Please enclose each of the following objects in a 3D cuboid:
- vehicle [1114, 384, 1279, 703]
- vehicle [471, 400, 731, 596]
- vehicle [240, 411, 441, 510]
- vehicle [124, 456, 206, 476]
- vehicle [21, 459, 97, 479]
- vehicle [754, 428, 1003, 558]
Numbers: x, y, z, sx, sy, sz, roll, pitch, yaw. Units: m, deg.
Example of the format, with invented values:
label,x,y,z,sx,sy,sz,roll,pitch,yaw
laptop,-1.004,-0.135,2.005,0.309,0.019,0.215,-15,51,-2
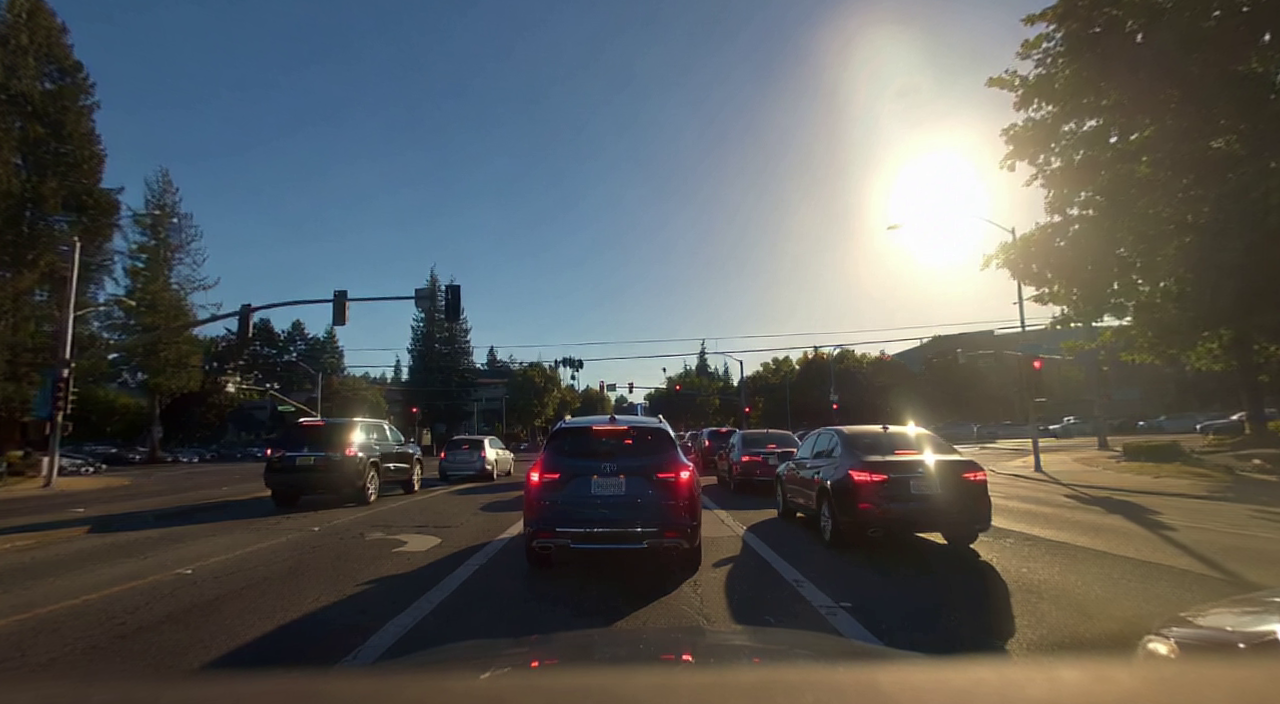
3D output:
label,x,y,z,sx,sy,sz,roll,pitch,yaw
vehicle,3.301,0.665,0.812,1.980,1.515,4.362,0,-8,1
vehicle,-0.322,1.574,7.564,2.256,1.694,4.055,0,-8,1
vehicle,-6.737,2.527,15.000,2.214,1.953,5.017,0,-9,1
vehicle,-37.349,8.950,49.416,4.914,1.487,1.850,0,-9,0
vehicle,-45.687,9.177,49.398,4.232,1.498,1.791,0,-9,1
vehicle,3.146,1.955,9.492,1.971,1.473,4.495,0,-8,0
